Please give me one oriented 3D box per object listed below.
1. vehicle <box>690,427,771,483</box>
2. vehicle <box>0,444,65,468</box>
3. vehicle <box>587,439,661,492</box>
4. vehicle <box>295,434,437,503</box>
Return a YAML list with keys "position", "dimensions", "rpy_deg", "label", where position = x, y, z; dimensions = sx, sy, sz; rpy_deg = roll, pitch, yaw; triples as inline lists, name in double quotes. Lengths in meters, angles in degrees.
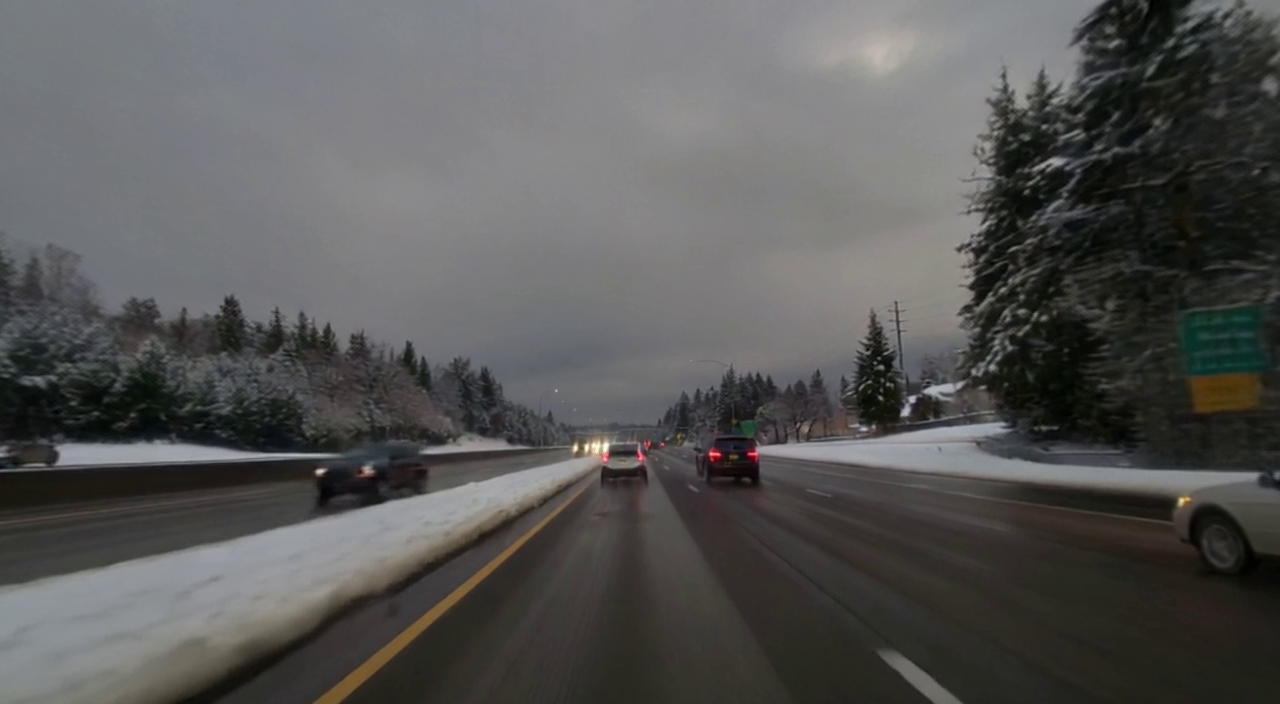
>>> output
- position: [3.237, 3.808, 23.548]
  dimensions: [2.186, 1.842, 4.553]
  rpy_deg: [0, -8, -2]
  label: "vehicle"
- position: [-37.872, 6.413, 38.866]
  dimensions: [3.332, 1.408, 1.576]
  rpy_deg: [0, -8, -2]
  label: "vehicle"
- position: [-0.450, 3.433, 19.523]
  dimensions: [2.040, 1.451, 3.736]
  rpy_deg: [0, -8, 0]
  label: "vehicle"
- position: [-7.346, 3.140, 17.495]
  dimensions: [1.939, 1.661, 4.295]
  rpy_deg: [0, -8, 1]
  label: "vehicle"
